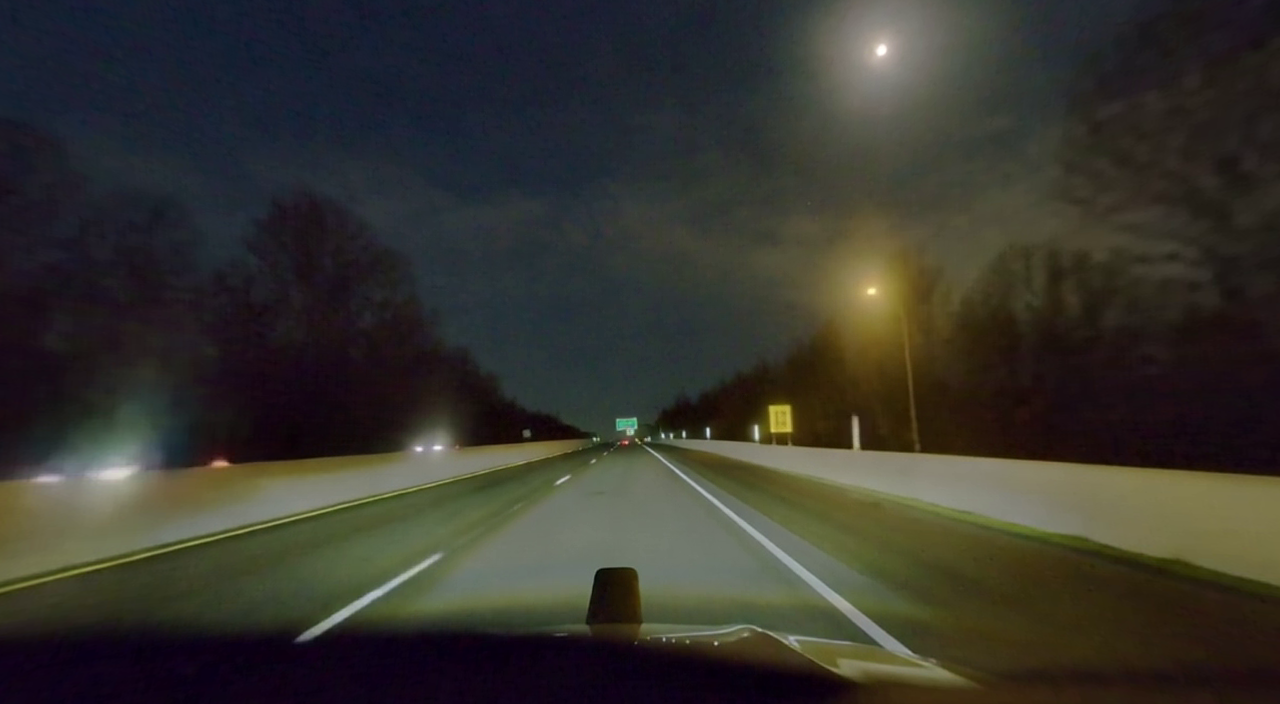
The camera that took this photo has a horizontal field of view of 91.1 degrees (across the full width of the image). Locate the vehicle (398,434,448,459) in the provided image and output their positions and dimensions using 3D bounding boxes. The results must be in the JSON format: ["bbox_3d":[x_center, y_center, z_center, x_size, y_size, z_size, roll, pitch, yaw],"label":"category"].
[{"bbox_3d":[-14.917,6.487,43.448,1.888,1.649,4.339,0,-8,0],"label":"vehicle"}]

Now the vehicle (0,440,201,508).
[{"bbox_3d":[-14.483,3.185,17.028,1.884,1.540,4.588,0,-8,0],"label":"vehicle"}]
